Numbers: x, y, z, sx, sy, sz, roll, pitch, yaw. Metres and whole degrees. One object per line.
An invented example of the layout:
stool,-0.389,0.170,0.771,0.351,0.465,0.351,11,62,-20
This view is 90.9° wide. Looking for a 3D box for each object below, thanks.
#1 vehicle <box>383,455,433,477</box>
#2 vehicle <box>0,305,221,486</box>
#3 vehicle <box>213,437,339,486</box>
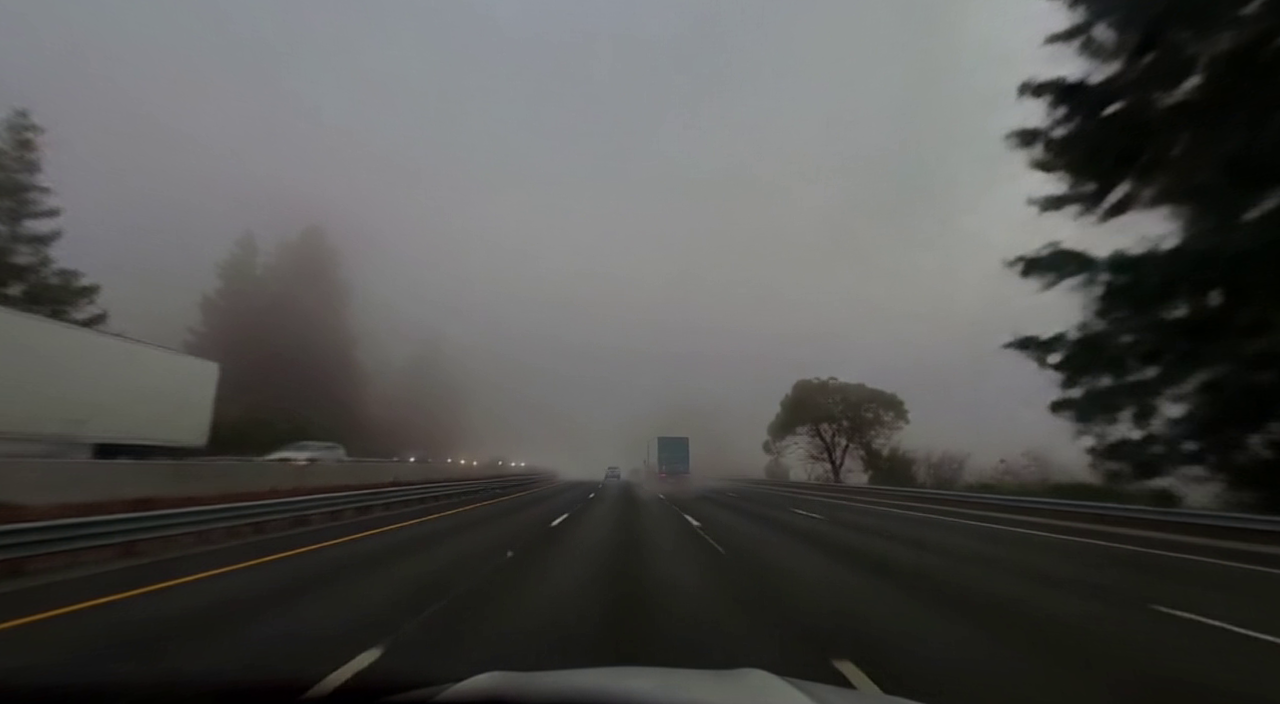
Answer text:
vehicle,-16.647,8.246,45.461,1.914,1.484,4.634,1,-11,-2
vehicle,-15.920,1.036,14.611,2.843,4.003,14.134,1,-11,-1
vehicle,-11.874,3.659,20.910,1.850,1.440,3.928,1,-11,-1
